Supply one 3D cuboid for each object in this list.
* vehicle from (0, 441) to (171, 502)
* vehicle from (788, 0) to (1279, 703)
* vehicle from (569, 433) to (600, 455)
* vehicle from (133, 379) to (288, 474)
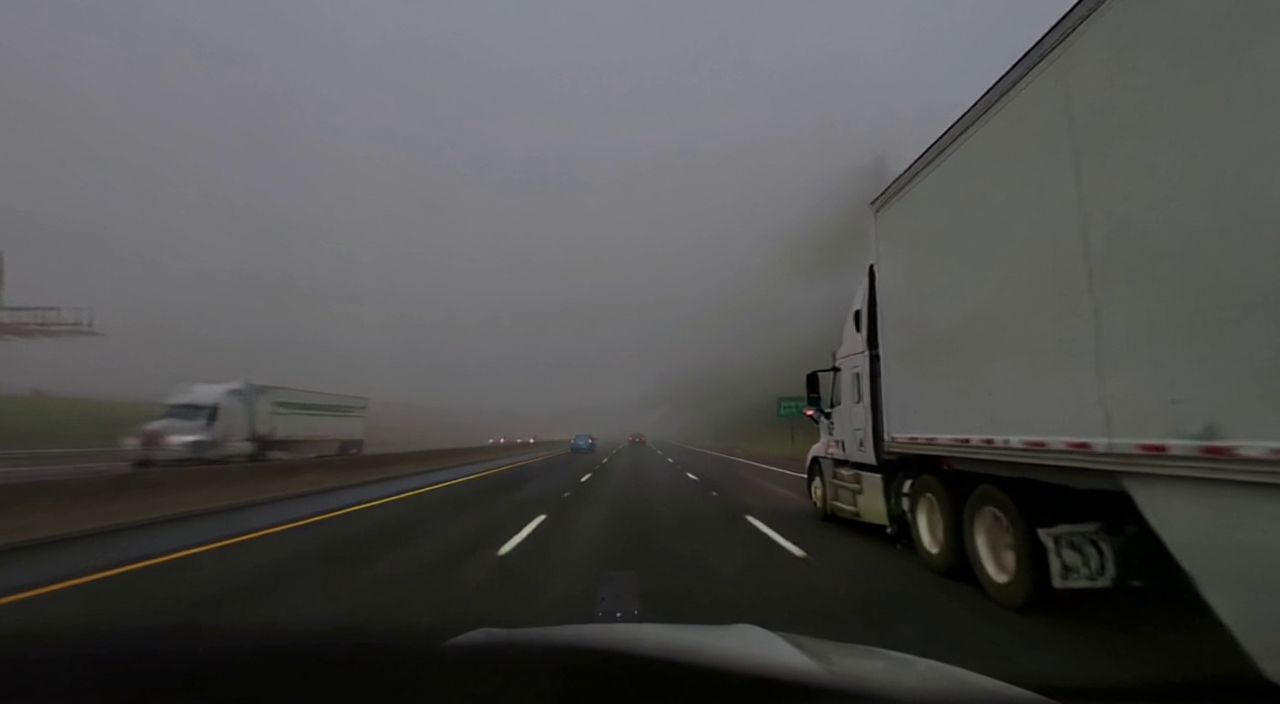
[{"bbox_3d":[-15.575,3.234,17.606,1.861,1.460,3.997,0,-8,-1],"label":"vehicle"},{"bbox_3d":[3.669,0.180,5.756,3.027,3.796,6.035,0,-8,-1],"label":"vehicle"},{"bbox_3d":[-3.884,6.539,44.724,1.930,1.484,3.849,0,-8,-1],"label":"vehicle"},{"bbox_3d":[-19.986,3.557,29.874,3.076,4.017,5.908,0,-8,-1],"label":"vehicle"}]
